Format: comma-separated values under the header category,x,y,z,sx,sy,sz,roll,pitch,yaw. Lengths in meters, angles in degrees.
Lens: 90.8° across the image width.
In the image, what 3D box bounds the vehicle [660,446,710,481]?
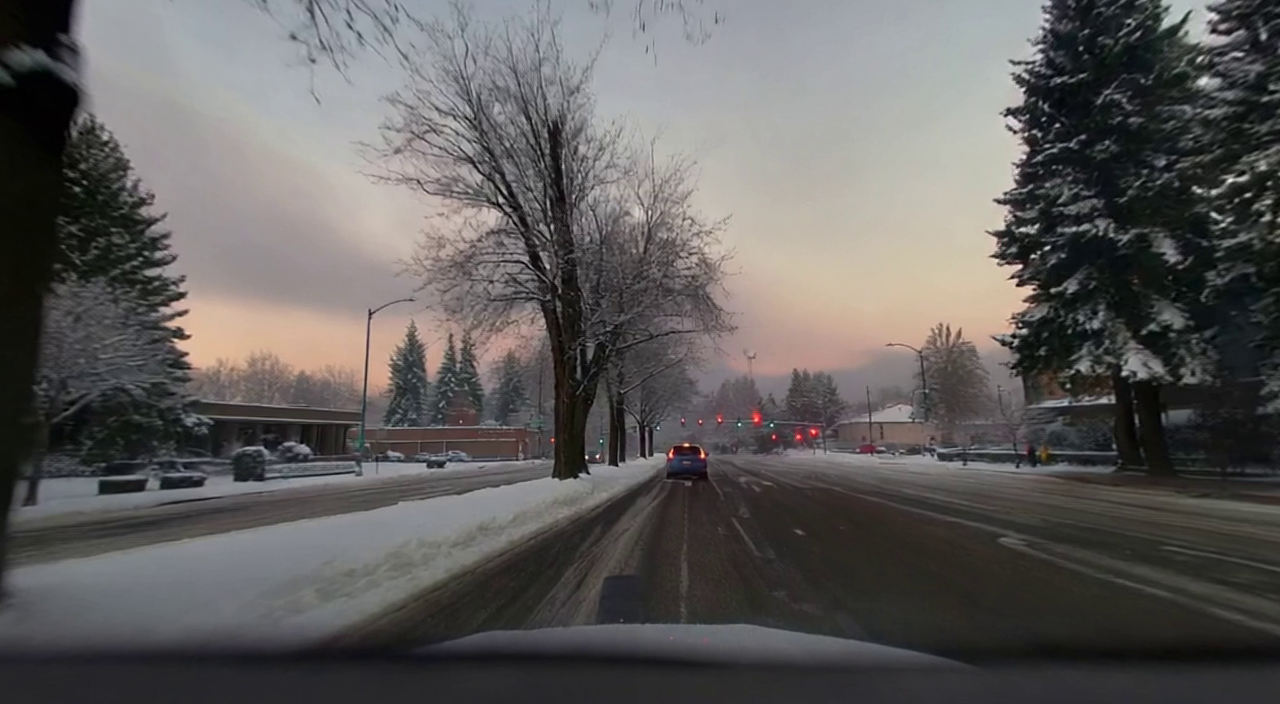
category,x,y,z,sx,sy,sz,roll,pitch,yaw
vehicle,2.045,4.983,28.534,2.064,1.477,3.968,-1,-9,4
